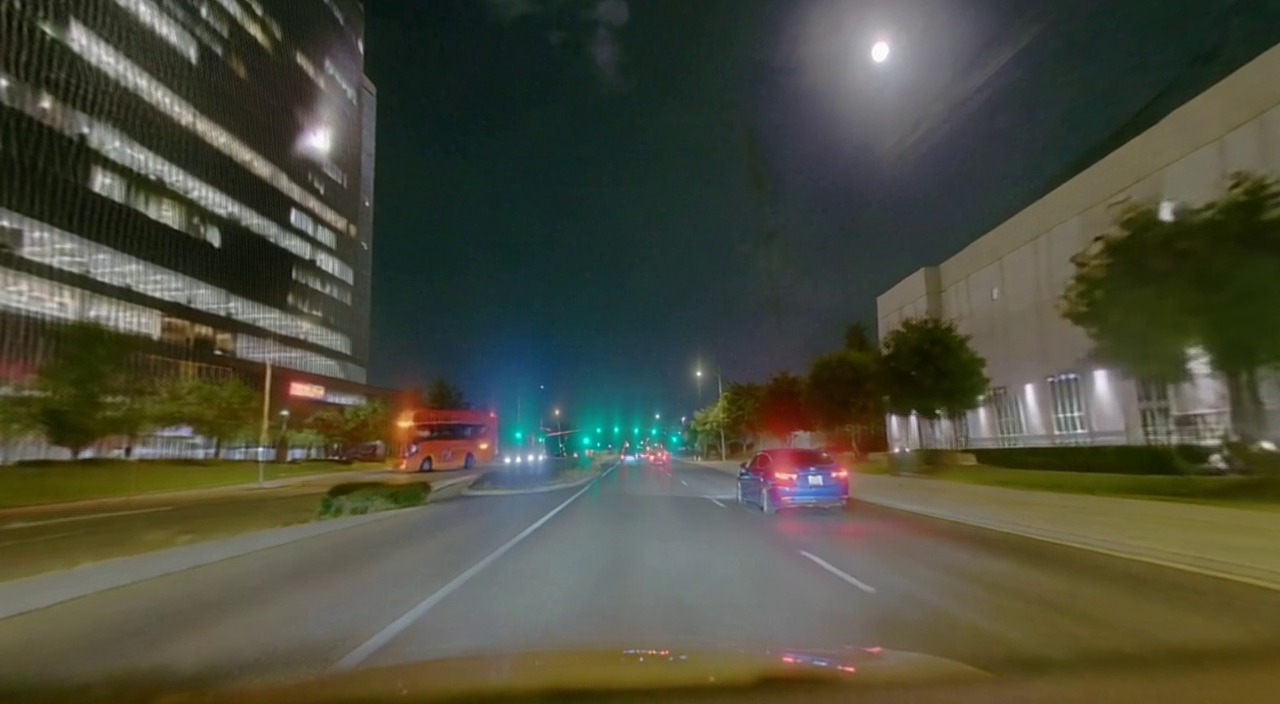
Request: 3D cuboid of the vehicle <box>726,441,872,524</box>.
[{"bbox_3d":[3.216,2.724,13.719,1.993,1.501,4.127,0,-9,-2],"label":"vehicle"}]
